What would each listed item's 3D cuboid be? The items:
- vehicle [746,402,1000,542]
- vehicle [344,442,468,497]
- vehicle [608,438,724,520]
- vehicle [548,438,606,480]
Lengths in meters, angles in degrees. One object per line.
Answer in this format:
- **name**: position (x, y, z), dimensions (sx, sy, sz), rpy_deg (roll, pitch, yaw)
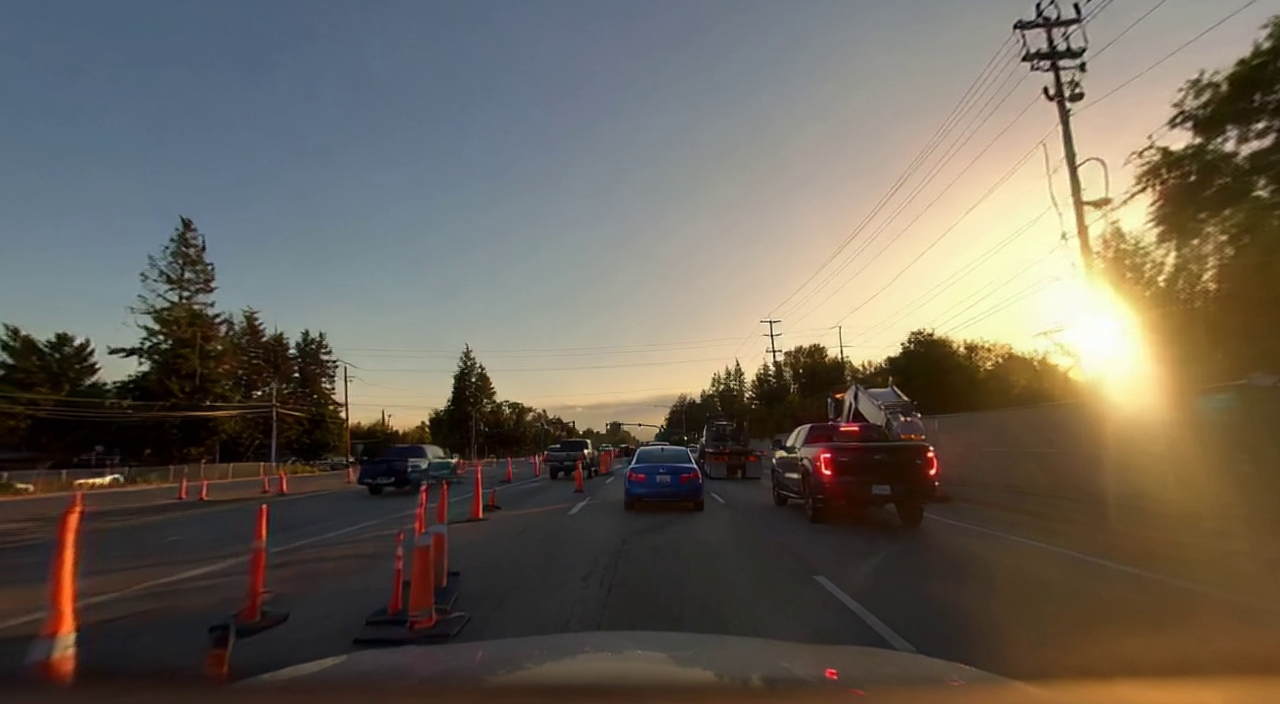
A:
- **vehicle**: position (3.906, 2.208, 12.312), dimensions (2.555, 2.017, 6.201), rpy_deg (0, -9, 0)
- **vehicle**: position (-7.138, 3.611, 19.903), dimensions (2.018, 1.490, 4.926), rpy_deg (0, -9, 0)
- **vehicle**: position (0.506, 2.658, 13.764), dimensions (2.128, 1.473, 4.272), rpy_deg (0, -9, 1)
- **vehicle**: position (-2.719, 4.721, 28.037), dimensions (1.989, 1.729, 4.184), rpy_deg (0, -9, 2)
